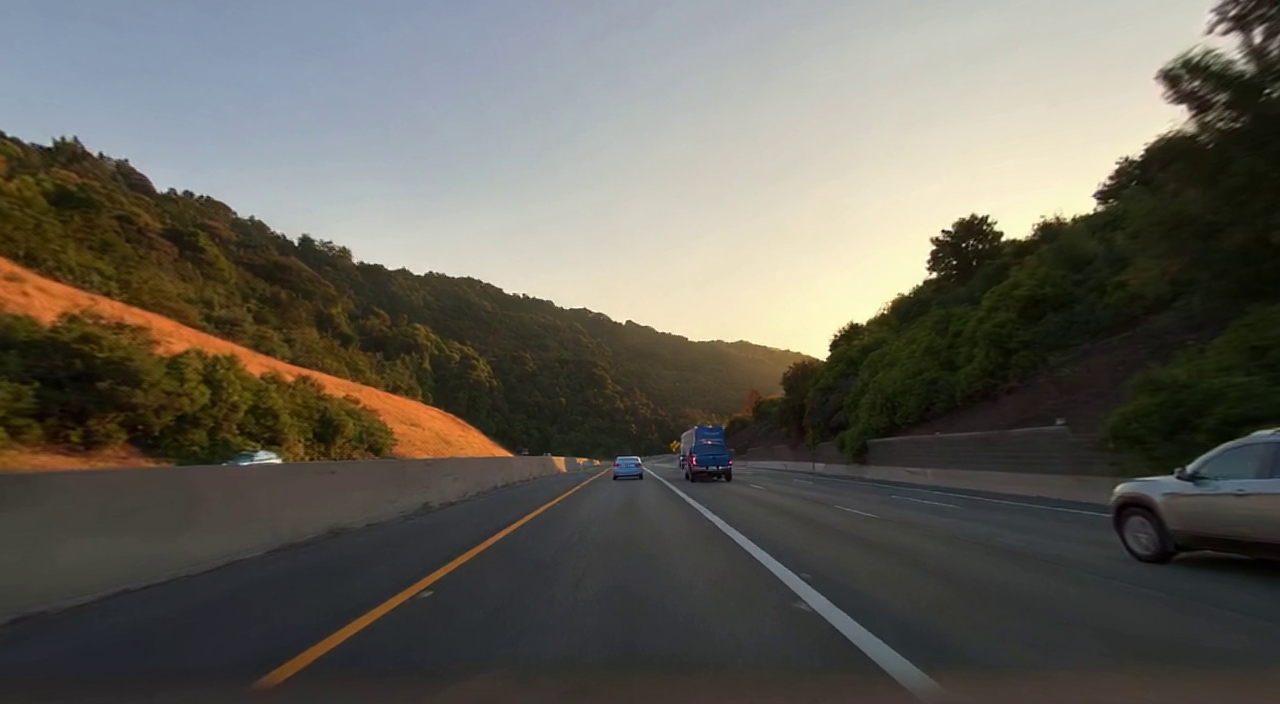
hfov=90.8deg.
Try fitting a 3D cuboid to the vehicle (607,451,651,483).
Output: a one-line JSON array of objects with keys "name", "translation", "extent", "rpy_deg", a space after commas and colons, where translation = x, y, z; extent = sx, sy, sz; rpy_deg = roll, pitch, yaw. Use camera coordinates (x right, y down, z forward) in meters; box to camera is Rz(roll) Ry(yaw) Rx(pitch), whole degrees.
[{"name": "vehicle", "translation": [-0.564, 5.758, 31.988], "extent": [2.083, 1.477, 3.965], "rpy_deg": [0, -9, -1]}]

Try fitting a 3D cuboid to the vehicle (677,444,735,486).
[{"name": "vehicle", "translation": [3.054, 5.322, 30.107], "extent": [2.098, 1.794, 4.561], "rpy_deg": [0, -9, -2]}]

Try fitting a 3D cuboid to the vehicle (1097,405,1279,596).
[{"name": "vehicle", "translation": [7.103, 1.364, 5.749], "extent": [2.091, 1.787, 4.927], "rpy_deg": [0, -9, -1]}]
